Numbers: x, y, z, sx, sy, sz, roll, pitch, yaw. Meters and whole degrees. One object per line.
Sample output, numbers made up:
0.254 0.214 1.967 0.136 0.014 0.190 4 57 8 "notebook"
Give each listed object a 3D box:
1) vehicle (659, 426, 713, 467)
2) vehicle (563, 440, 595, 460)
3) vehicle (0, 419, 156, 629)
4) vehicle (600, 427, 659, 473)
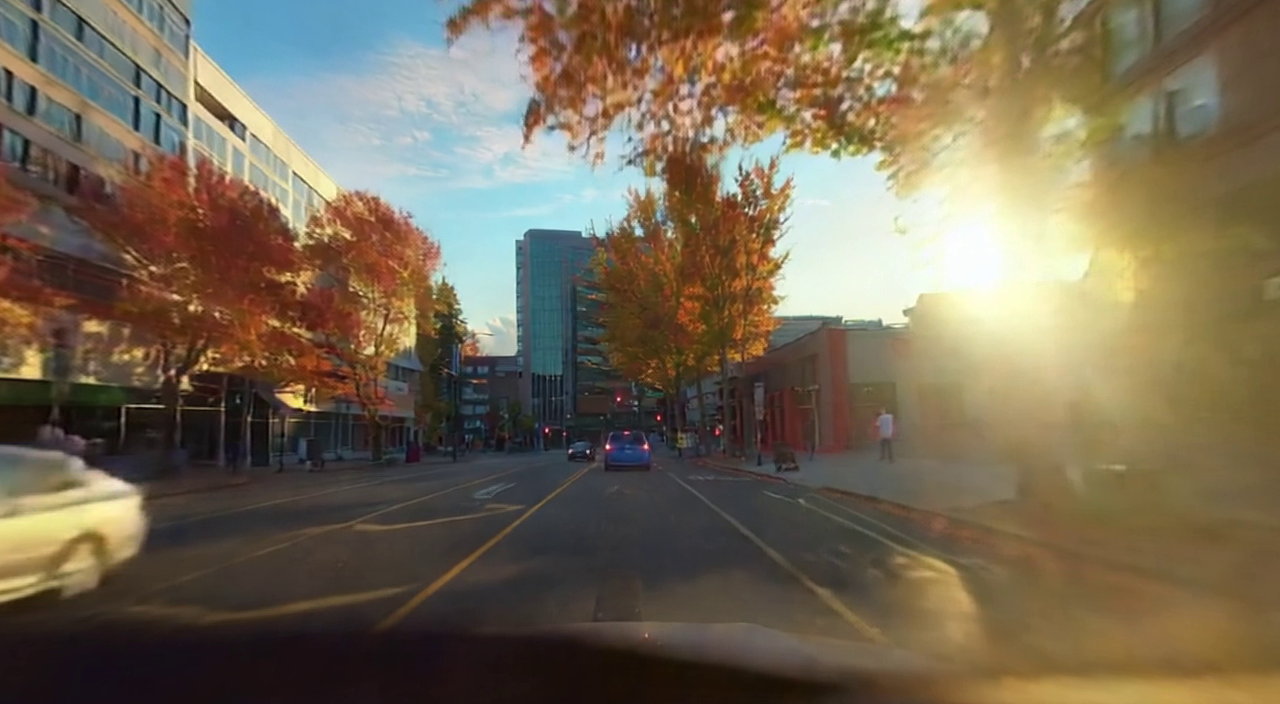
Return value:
2.301 4.894 32.674 2.147 1.968 4.478 1 -8 -4 "vehicle"
-4.614 7.456 48.159 2.096 1.415 4.515 0 -8 -1 "vehicle"
-5.566 1.125 3.736 2.121 1.489 4.430 1 -8 -5 "vehicle"
-0.469 4.036 26.118 2.274 1.736 4.083 0 -8 -2 "vehicle"
